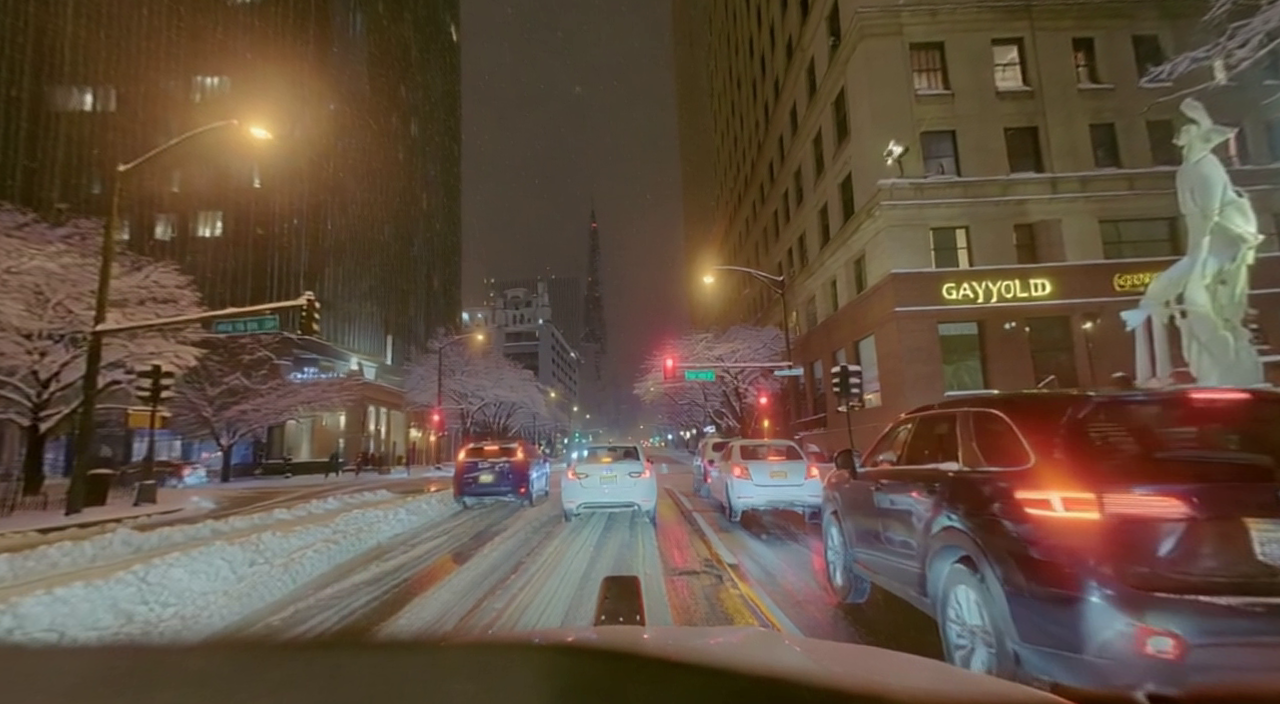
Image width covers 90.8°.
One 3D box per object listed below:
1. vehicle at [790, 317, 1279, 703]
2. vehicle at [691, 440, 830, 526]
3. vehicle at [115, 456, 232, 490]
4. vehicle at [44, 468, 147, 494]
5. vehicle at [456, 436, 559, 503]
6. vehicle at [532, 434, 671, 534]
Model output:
[{"bbox_3d":[2.629,1.085,4.251,2.096,1.775,4.440,0,-9,-1],"label":"vehicle"},{"bbox_3d":[2.244,2.562,12.989,1.943,1.449,4.202,0,-9,-1],"label":"vehicle"},{"bbox_3d":[-25.463,6.600,34.643,4.612,1.752,1.953,1,-9,-10],"label":"vehicle"},{"bbox_3d":[-32.362,7.640,37.619,4.392,1.427,1.764,0,-9,-1],"label":"vehicle"},{"bbox_3d":[-3.578,3.262,18.096,2.045,1.633,4.864,0,-9,-2],"label":"vehicle"},{"bbox_3d":[-0.610,2.313,11.665,2.096,1.492,4.071,0,-9,-1],"label":"vehicle"}]
